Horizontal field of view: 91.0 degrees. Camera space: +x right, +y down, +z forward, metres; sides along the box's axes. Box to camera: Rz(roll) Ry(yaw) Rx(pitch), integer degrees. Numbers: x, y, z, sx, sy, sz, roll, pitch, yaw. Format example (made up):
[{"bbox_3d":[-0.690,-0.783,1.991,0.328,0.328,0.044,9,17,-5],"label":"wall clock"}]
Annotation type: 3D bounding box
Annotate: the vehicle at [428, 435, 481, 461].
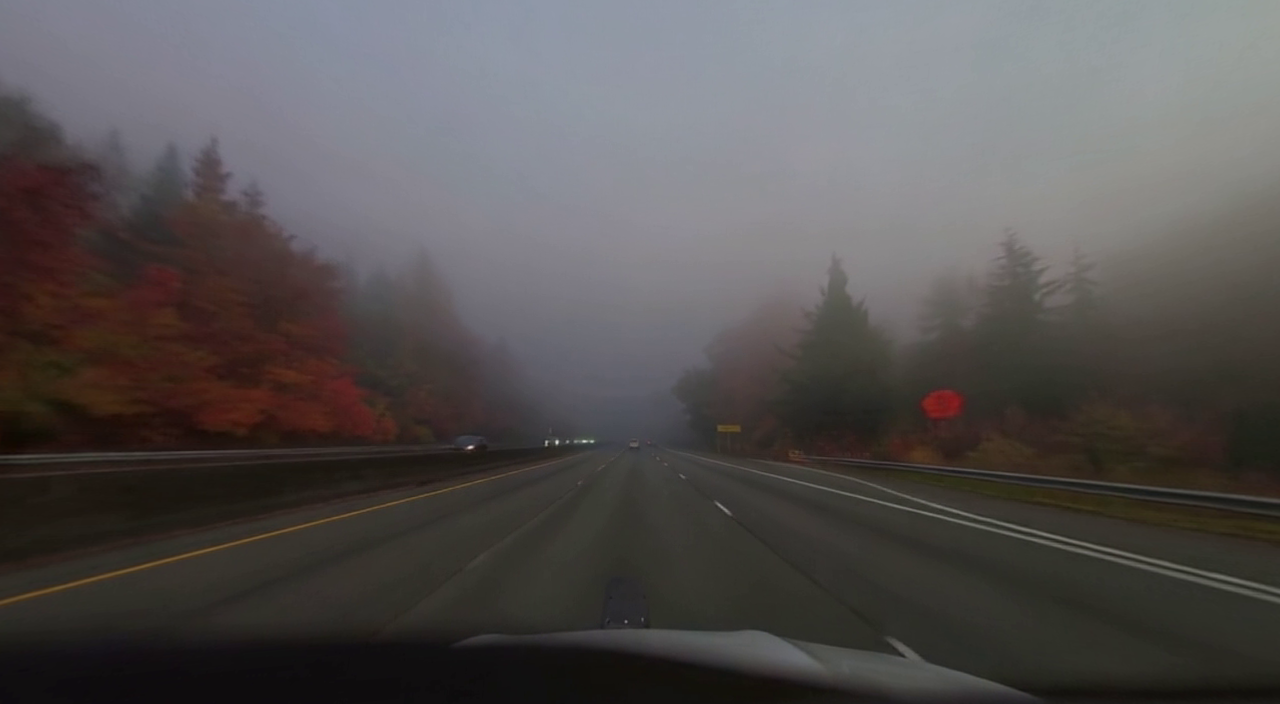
[{"bbox_3d":[-11.469,5.953,39.133,1.904,1.504,4.525,0,-8,0],"label":"vehicle"}]
